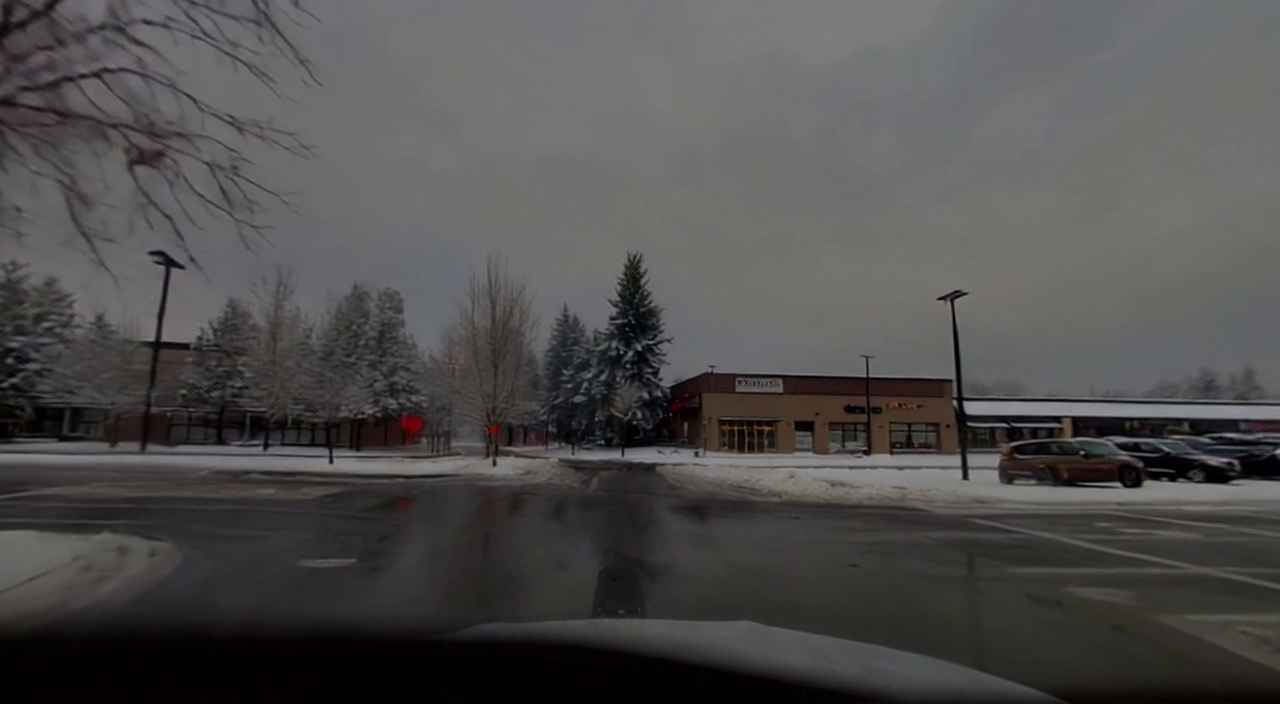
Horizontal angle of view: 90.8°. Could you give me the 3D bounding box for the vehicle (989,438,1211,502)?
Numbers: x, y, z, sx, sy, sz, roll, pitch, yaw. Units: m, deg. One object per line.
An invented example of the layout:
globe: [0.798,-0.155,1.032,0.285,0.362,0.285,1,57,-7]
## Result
vehicle: [12.352,3.155,17.521,2.140,1.507,4.856,1,-8,-7]
